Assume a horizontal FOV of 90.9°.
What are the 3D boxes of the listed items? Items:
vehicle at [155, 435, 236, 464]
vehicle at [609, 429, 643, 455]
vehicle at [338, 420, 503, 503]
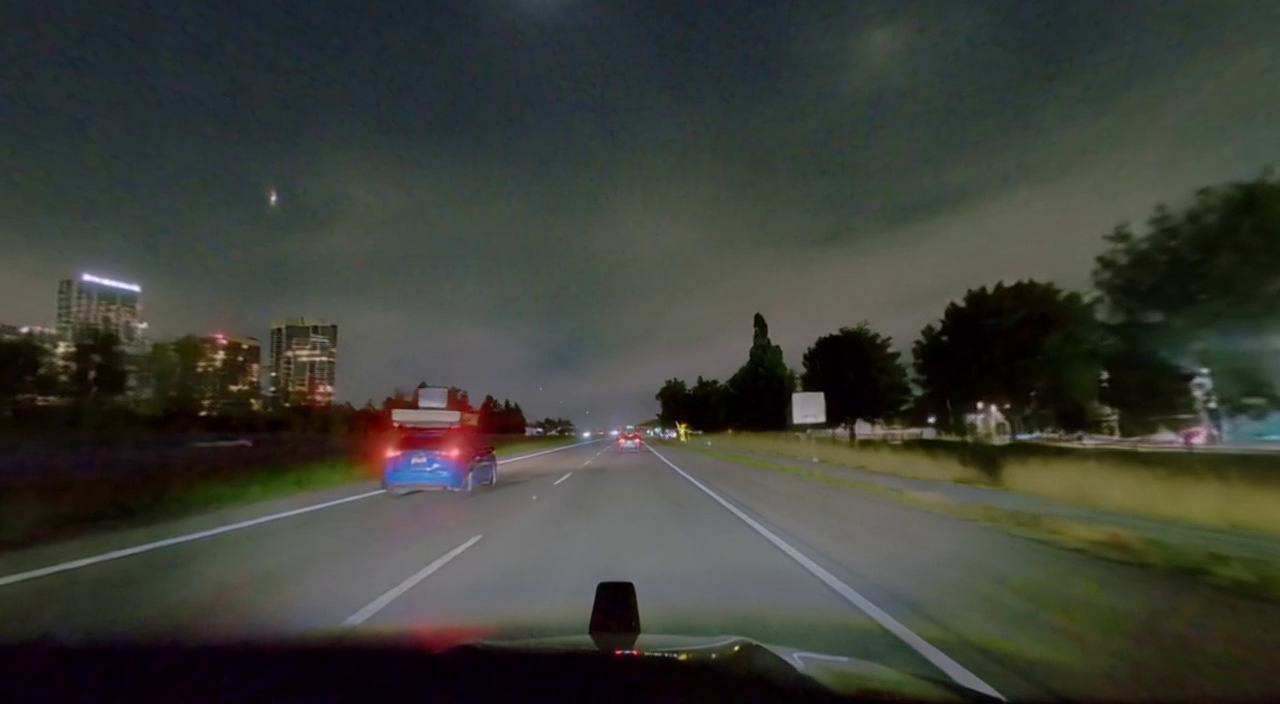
[{"bbox_3d":[-27.782,6.094,39.554,1.914,1.678,4.212,0,-8,2],"label":"vehicle"},{"bbox_3d":[-0.911,5.973,41.967,2.151,1.618,3.898,0,-8,-1],"label":"vehicle"},{"bbox_3d":[-4.780,2.435,14.602,2.189,1.580,4.607,0,-8,-1],"label":"vehicle"}]
